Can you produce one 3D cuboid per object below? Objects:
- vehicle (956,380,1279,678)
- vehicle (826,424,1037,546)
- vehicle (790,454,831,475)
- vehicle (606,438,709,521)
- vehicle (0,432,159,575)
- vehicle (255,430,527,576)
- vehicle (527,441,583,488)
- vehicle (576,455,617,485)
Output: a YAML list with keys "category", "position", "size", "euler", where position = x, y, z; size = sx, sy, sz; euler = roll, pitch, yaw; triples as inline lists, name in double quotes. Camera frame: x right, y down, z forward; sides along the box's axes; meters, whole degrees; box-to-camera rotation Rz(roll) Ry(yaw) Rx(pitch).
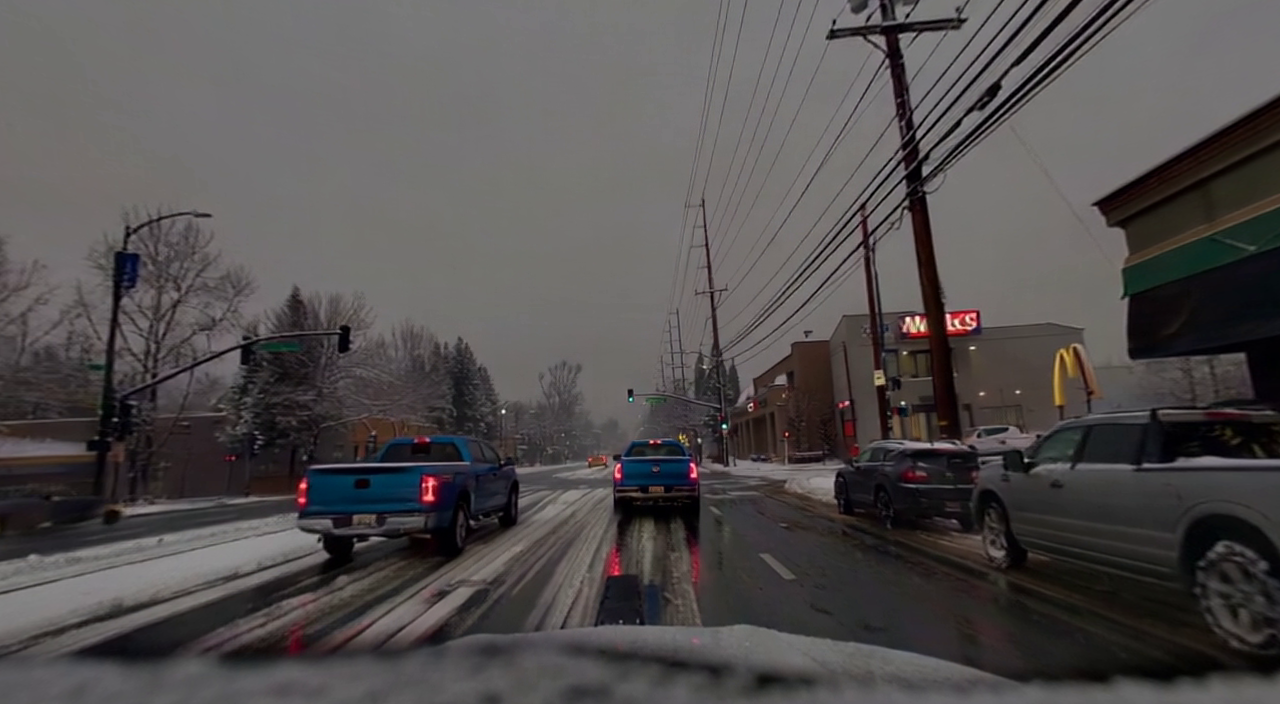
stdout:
- category: "vehicle"
  position: [4.892, 1.295, 5.247]
  size: [2.007, 1.786, 4.870]
  euler: [0, -9, 1]
- category: "vehicle"
  position: [5.108, 2.363, 11.925]
  size: [1.974, 1.823, 4.576]
  euler: [0, -9, 3]
- category: "vehicle"
  position: [13.458, 8.899, 49.972]
  size: [2.075, 1.556, 4.585]
  euler: [0, -9, 1]
- category: "vehicle"
  position: [0.621, 3.017, 15.548]
  size: [2.089, 1.699, 4.650]
  euler: [-1, -9, 7]
- category: "vehicle"
  position: [-9.120, 1.927, 8.069]
  size: [2.040, 1.786, 4.772]
  euler: [0, -9, 1]
- category: "vehicle"
  position: [-3.148, 2.003, 9.249]
  size: [1.995, 1.554, 4.618]
  euler: [0, -9, 2]
- category: "vehicle"
  position: [-5.788, 7.753, 43.988]
  size: [2.619, 2.948, 7.193]
  euler: [0, -9, 2]
- category: "vehicle"
  position: [-2.775, 7.694, 41.293]
  size: [2.140, 1.768, 5.092]
  euler: [0, -9, 2]
